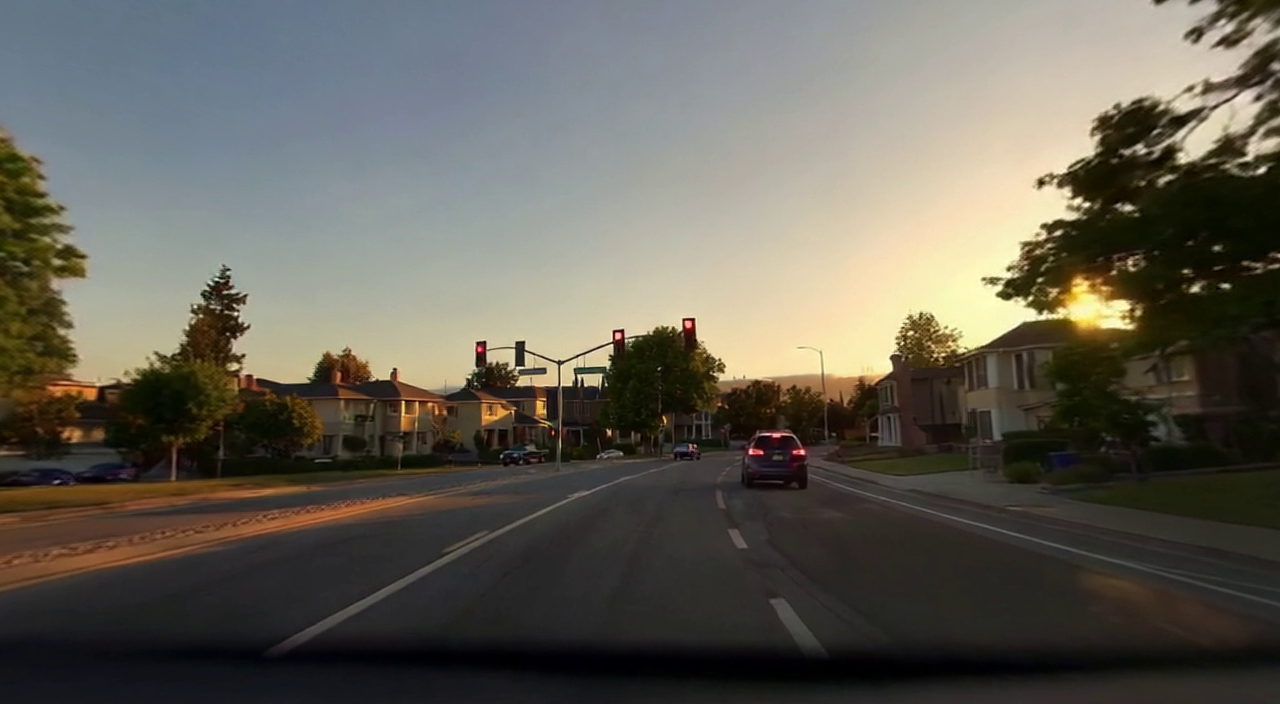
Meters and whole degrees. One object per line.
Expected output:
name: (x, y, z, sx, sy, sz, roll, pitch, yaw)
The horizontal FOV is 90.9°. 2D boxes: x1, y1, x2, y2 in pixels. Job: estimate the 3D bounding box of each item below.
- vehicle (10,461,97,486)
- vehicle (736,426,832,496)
vehicle: (-35.068, 7.277, 37.745, 3.339, 1.383, 1.865, 0, -8, -1)
vehicle: (4.200, 3.259, 19.179, 2.141, 1.833, 4.704, -1, -9, 4)
